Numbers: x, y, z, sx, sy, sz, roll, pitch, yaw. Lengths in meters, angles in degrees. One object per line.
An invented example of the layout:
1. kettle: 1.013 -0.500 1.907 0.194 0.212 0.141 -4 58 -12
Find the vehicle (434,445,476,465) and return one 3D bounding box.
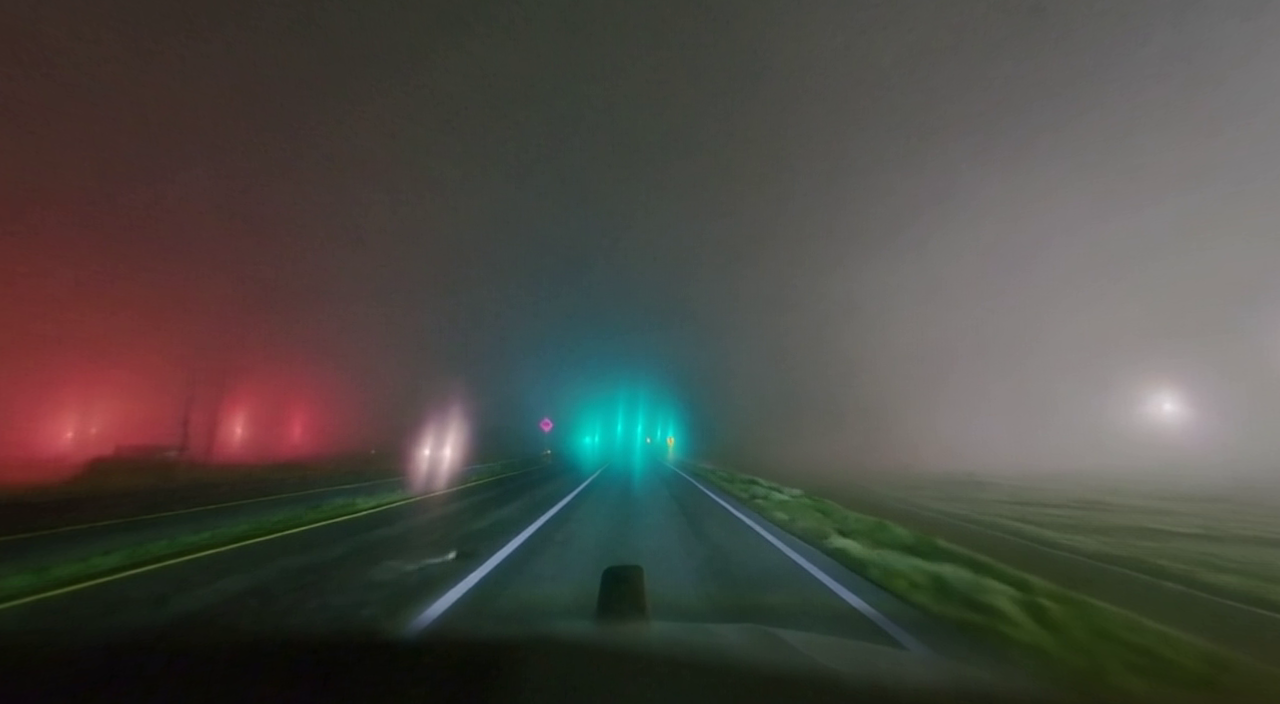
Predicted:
1. vehicle: -14.549 8.124 49.806 1.907 1.487 4.725 0 -8 0

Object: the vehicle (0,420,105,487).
1. vehicle: -39.728 6.540 41.326 3.010 3.986 7.202 0 -8 -5
